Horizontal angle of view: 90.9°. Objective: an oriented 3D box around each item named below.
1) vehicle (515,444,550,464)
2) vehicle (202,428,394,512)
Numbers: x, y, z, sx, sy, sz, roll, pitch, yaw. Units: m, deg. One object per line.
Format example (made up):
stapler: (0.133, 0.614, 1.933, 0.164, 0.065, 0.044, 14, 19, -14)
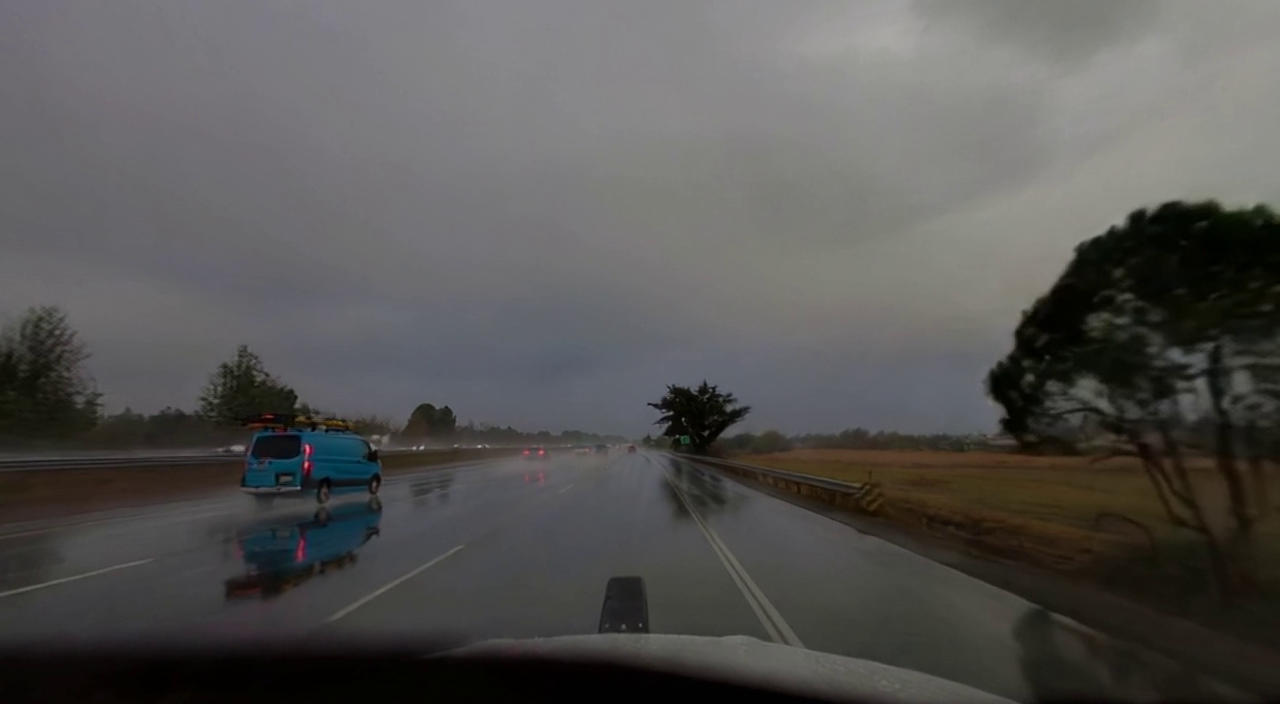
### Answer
vehicle: (-8.398, 8.008, 49.727, 1.958, 1.499, 4.437, 0, -9, 0)
vehicle: (-8.138, 2.843, 15.700, 2.093, 1.752, 4.771, 0, -9, 0)
